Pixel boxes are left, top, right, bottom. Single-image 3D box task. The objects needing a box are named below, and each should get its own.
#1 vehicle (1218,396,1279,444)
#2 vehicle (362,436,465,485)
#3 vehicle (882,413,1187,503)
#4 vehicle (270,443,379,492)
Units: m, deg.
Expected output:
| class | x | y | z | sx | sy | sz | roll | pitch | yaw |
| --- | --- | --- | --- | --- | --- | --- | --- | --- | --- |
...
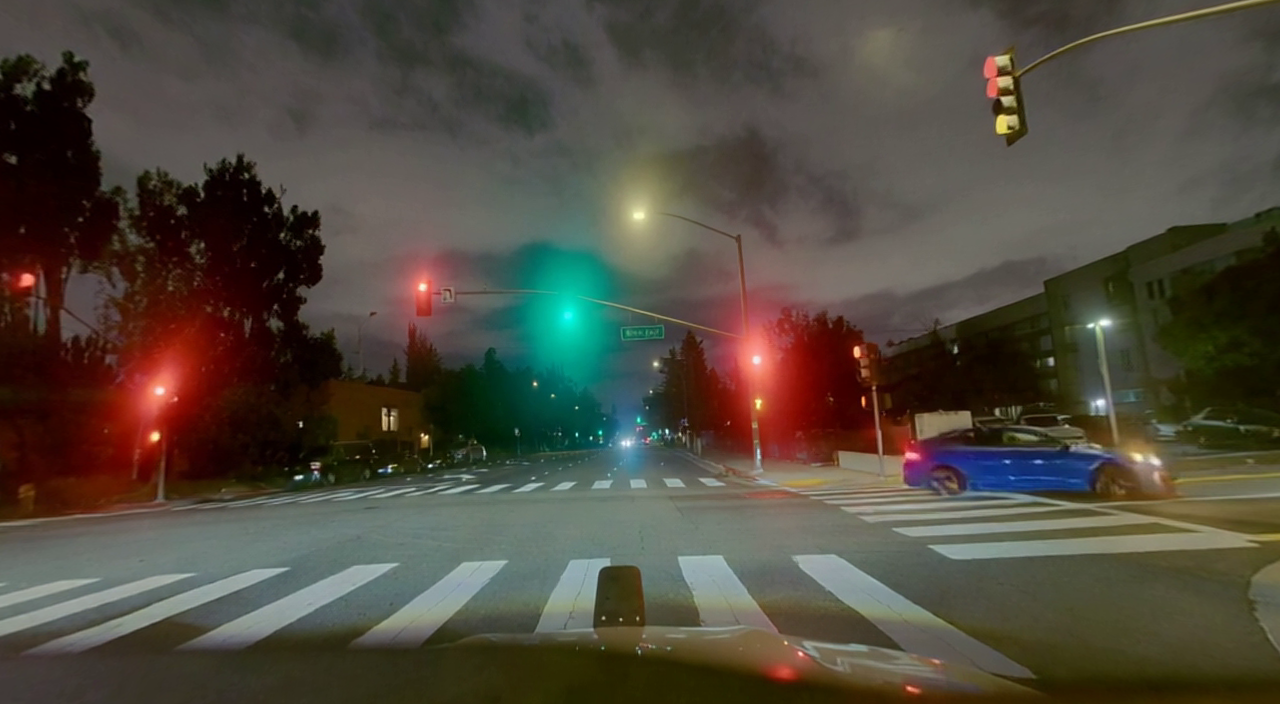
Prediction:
| class | x | y | z | sx | sy | sz | roll | pitch | yaw |
| --- | --- | --- | --- | --- | --- | --- | --- | --- | --- |
| vehicle | 26.551 | 3.002 | 27.098 | 4.861 | 1.857 | 2.098 | 8 | -12 | -44 |
| vehicle | -10.153 | 4.925 | 28.986 | 2.664 | 1.940 | 5.702 | -2 | -9 | 0 |
| vehicle | 7.287 | 2.028 | 12.314 | 4.592 | 1.470 | 2.071 | -4 | -10 | 25 |
| vehicle | -13.793 | 5.058 | 28.057 | 2.306 | 1.957 | 4.968 | 0 | -9 | -1 |
